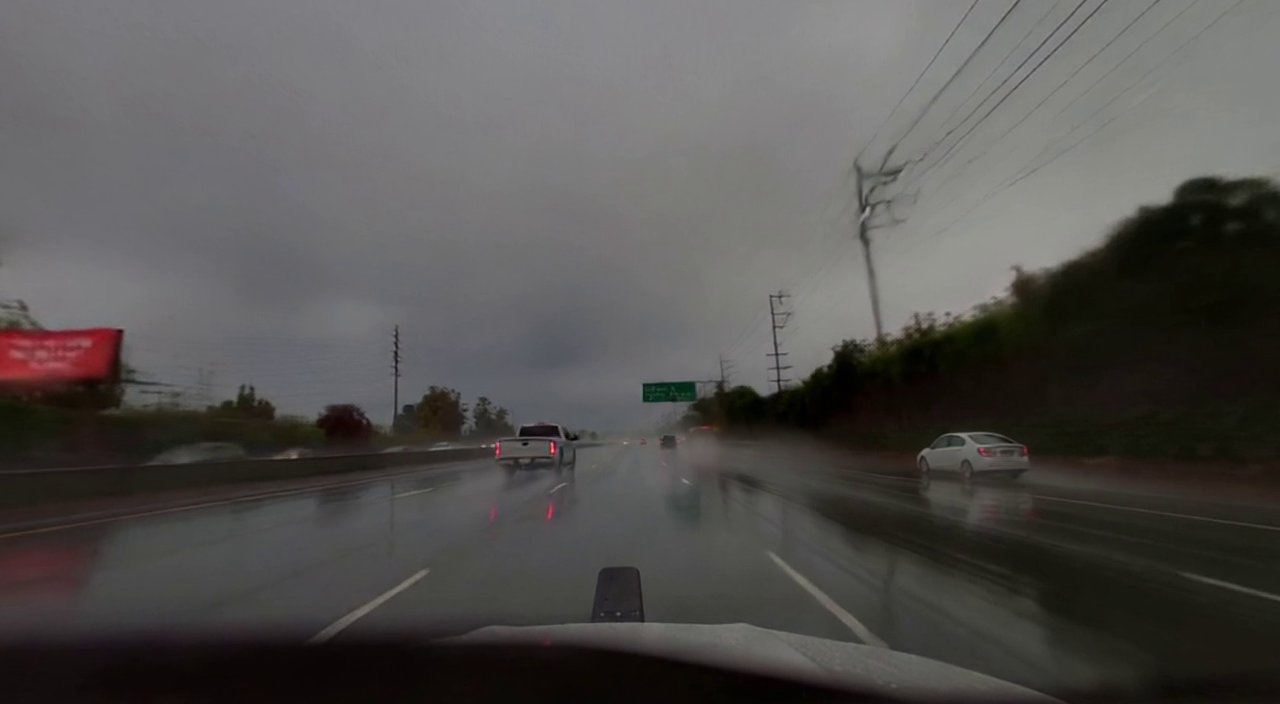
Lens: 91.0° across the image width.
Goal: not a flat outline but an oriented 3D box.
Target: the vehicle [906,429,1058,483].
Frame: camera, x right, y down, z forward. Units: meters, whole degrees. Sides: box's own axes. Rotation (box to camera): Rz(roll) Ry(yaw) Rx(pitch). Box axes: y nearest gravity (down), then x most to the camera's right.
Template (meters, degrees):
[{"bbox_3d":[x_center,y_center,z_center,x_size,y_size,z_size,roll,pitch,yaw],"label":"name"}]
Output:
[{"bbox_3d":[10.442,3.213,19.749,2.076,1.470,4.644,0,-8,-1],"label":"vehicle"}]

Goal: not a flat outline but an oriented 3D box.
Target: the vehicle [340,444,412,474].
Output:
[{"bbox_3d":[-13.919,5.656,33.483,1.839,1.482,4.447,0,-8,1],"label":"vehicle"}]

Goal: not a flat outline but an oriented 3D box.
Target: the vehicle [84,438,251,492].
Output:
[{"bbox_3d":[-18.144,4.326,24.625,2.278,1.824,5.389,0,-8,1],"label":"vehicle"}]

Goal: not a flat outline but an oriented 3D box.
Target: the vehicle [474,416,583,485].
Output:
[{"bbox_3d":[-3.587,3.378,21.780,2.508,2.023,6.176,0,-8,1],"label":"vehicle"}]
